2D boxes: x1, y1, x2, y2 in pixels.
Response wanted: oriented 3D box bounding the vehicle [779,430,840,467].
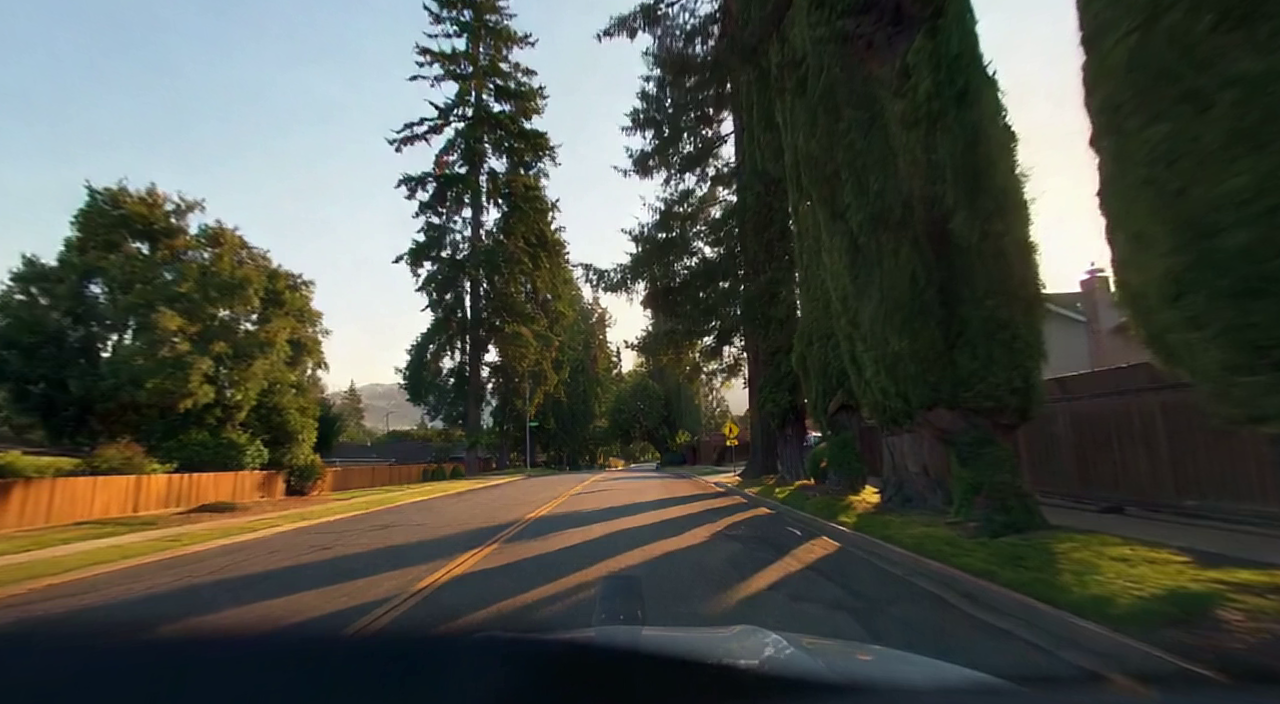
[{"bbox_3d":[10.071,5.815,38.099,2.335,2.028,6.172,-1,-8,4],"label":"vehicle"}]
